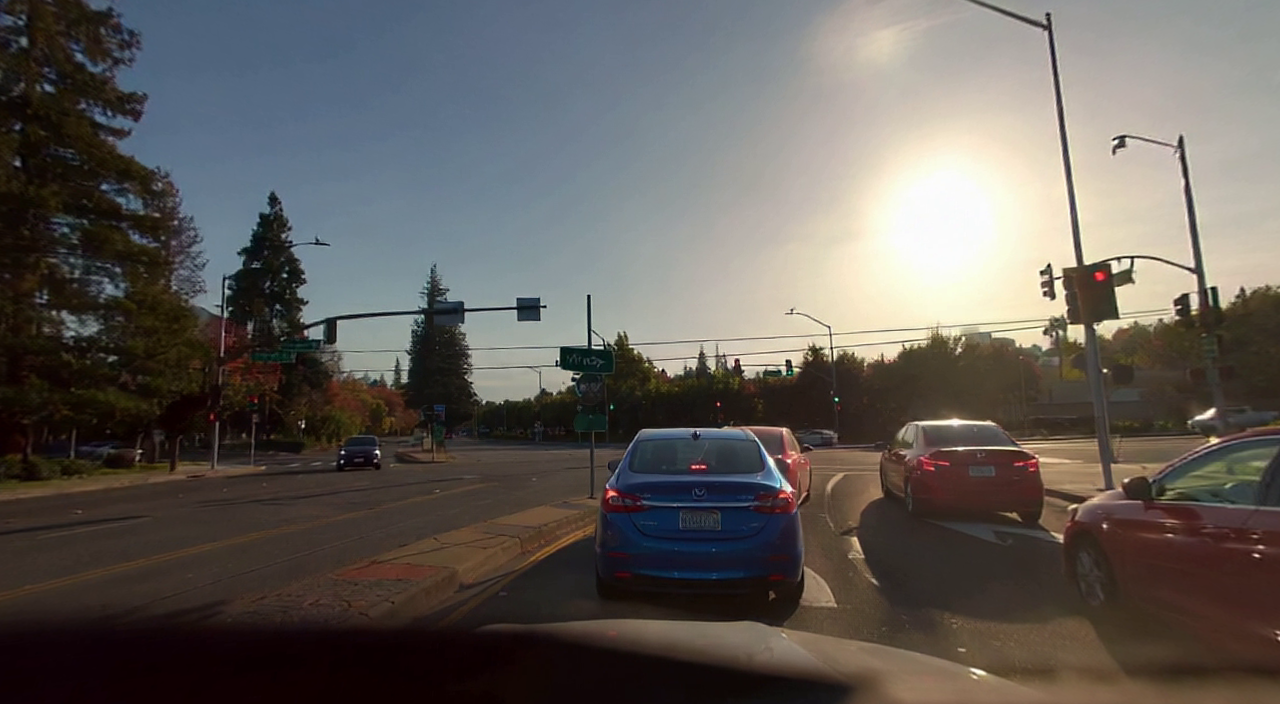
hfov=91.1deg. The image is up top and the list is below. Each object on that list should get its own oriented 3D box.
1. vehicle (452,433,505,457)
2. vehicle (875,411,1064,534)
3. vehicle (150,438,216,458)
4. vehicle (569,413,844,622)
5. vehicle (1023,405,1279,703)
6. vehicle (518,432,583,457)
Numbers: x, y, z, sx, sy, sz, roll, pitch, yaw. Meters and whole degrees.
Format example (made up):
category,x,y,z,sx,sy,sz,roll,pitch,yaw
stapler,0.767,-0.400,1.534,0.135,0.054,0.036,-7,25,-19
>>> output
category,x,y,z,sx,sy,sz,roll,pitch,yaw
vehicle,-12.452,7.123,48.200,1.972,1.705,4.457,8,-11,-44
vehicle,5.545,2.043,11.287,2.102,1.717,4.373,-2,-9,16
vehicle,-35.370,7.439,48.647,1.652,1.433,3.733,-7,-11,40
vehicle,0.858,1.497,6.688,2.052,1.483,3.928,-2,-8,12
vehicle,4.245,1.063,3.365,1.954,1.508,4.441,-1,-8,6
vehicle,-5.948,6.103,41.549,1.932,1.573,4.509,8,-12,-44
